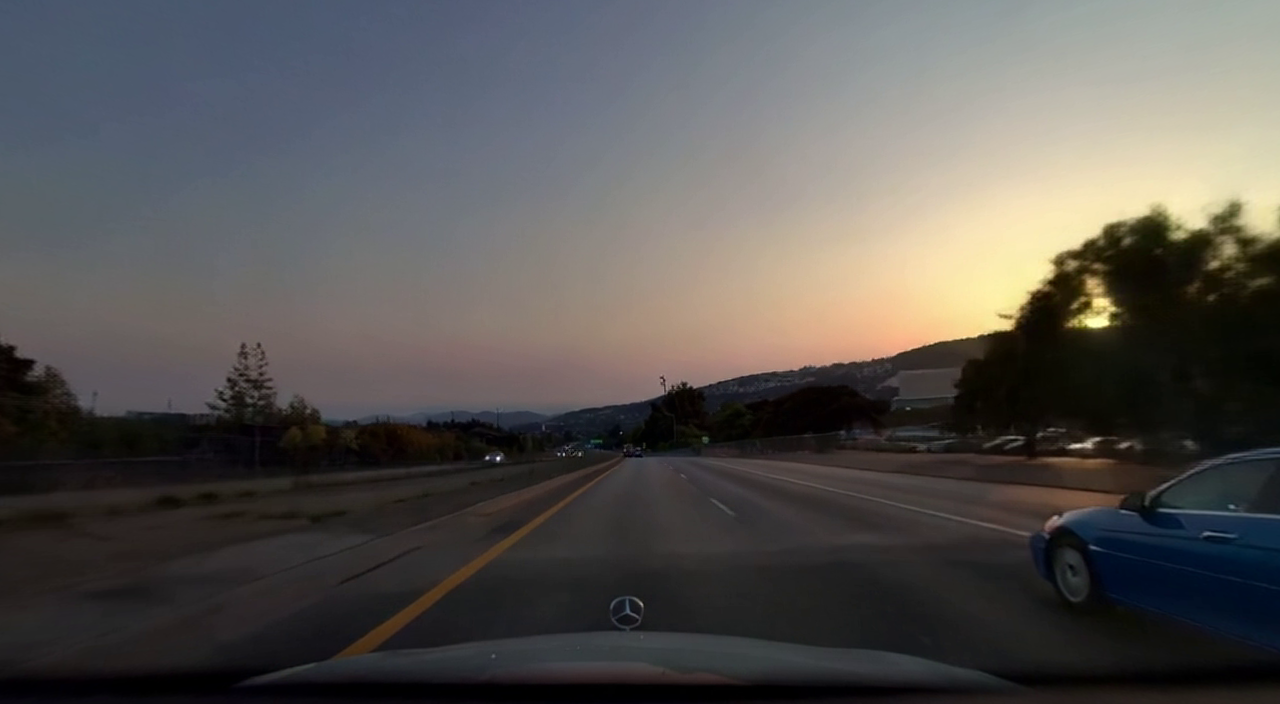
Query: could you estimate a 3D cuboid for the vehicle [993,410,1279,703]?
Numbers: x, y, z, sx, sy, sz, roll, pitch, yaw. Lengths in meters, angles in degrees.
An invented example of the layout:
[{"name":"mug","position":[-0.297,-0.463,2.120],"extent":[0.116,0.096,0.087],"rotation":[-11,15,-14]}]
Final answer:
[{"name":"vehicle","position":[4.200,1.040,3.183],"extent":[2.053,1.490,4.799],"rotation":[-1,-8,0]}]
